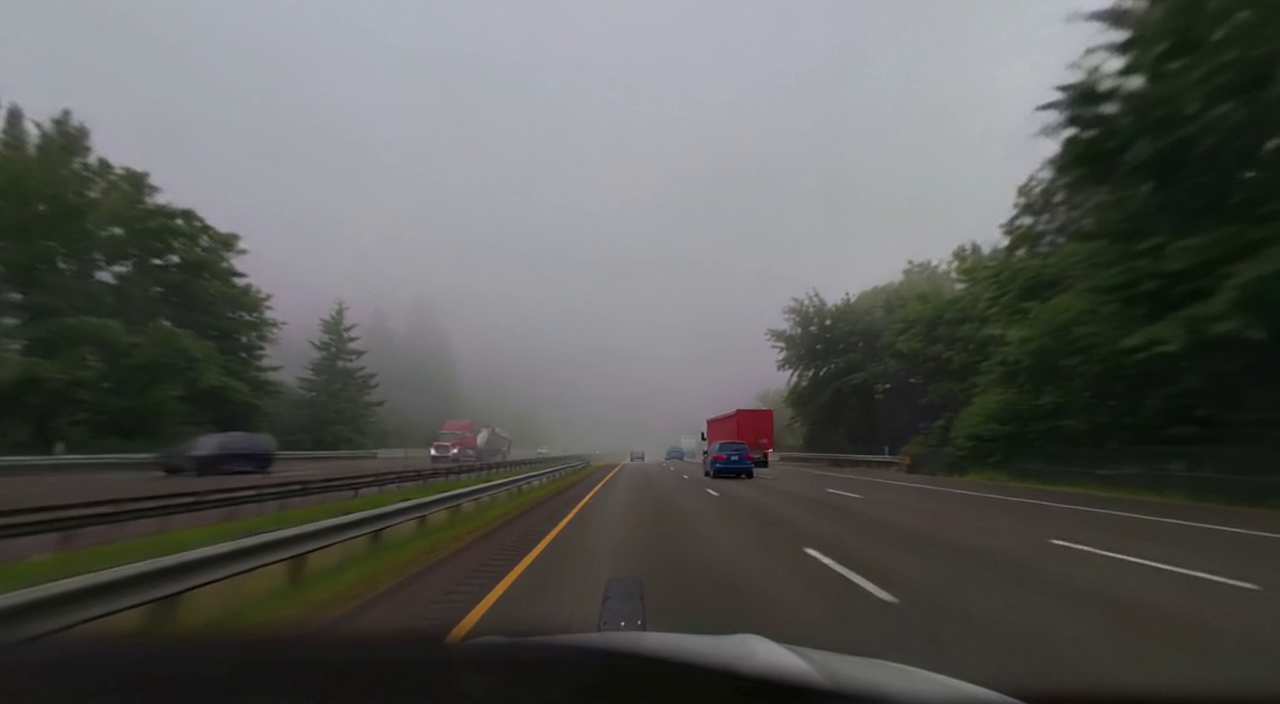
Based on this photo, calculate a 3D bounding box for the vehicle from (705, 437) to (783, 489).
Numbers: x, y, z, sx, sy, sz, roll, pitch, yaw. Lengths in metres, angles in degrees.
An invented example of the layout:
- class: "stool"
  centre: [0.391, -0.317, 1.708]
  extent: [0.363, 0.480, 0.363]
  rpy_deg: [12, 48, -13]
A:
- class: "vehicle"
  centre: [3.598, 3.946, 22.644]
  extent: [2.022, 1.658, 4.132]
  rpy_deg: [0, -9, -1]

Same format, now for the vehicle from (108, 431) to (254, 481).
- class: "vehicle"
  centre: [-15.906, 3.635, 22.203]
  extent: [1.912, 1.583, 4.288]
  rpy_deg: [0, -9, 0]
